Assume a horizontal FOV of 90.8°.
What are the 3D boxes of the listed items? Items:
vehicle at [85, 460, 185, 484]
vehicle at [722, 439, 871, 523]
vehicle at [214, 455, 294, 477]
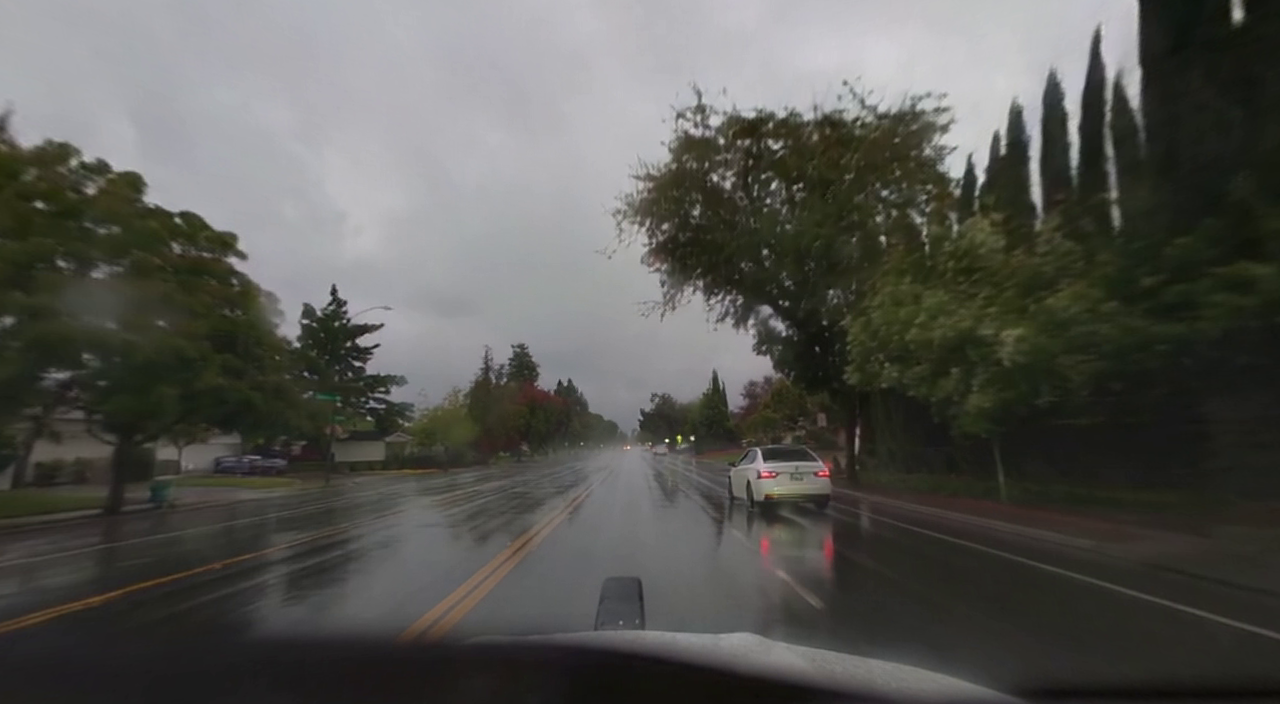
[{"bbox_3d":[-31.768,7.546,39.840,4.684,1.435,1.893,0,-9,2],"label":"vehicle"},{"bbox_3d":[3.115,2.661,13.603,2.057,1.493,4.225,0,-9,-1],"label":"vehicle"},{"bbox_3d":[-29.462,8.720,48.283,4.917,1.598,1.937,-1,-9,4],"label":"vehicle"}]
